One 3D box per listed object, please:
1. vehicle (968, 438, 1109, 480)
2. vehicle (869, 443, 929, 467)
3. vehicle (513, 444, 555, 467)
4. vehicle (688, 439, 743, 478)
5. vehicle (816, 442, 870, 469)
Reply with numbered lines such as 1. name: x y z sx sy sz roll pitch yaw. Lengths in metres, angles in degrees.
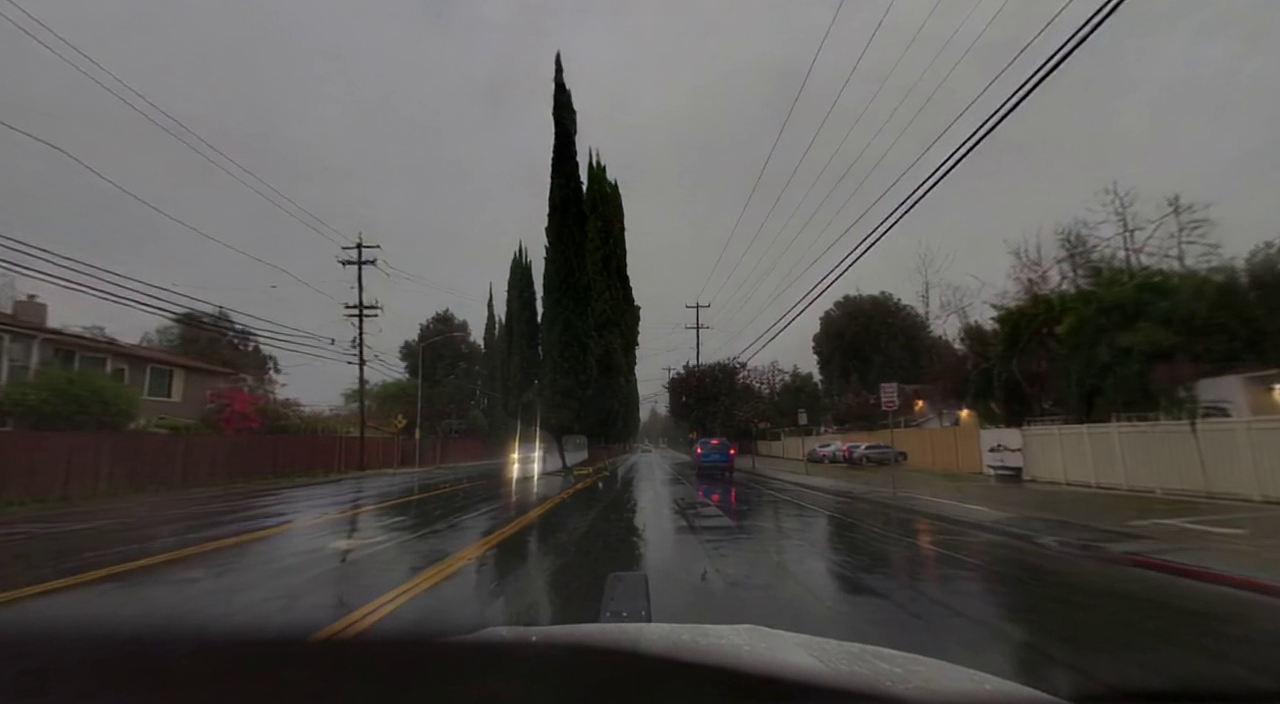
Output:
1. vehicle: 15.418 4.138 24.595 4.135 1.558 1.929 0 -8 3
2. vehicle: 16.153 6.413 39.501 1.747 1.405 4.372 0 -9 -2
3. vehicle: -8.009 7.822 47.887 2.179 1.613 4.516 -1 -9 3
4. vehicle: 3.765 5.426 32.361 2.144 1.843 4.827 0 -9 -1
5. vehicle: 12.455 6.384 38.987 1.970 1.561 4.725 -1 -9 3
